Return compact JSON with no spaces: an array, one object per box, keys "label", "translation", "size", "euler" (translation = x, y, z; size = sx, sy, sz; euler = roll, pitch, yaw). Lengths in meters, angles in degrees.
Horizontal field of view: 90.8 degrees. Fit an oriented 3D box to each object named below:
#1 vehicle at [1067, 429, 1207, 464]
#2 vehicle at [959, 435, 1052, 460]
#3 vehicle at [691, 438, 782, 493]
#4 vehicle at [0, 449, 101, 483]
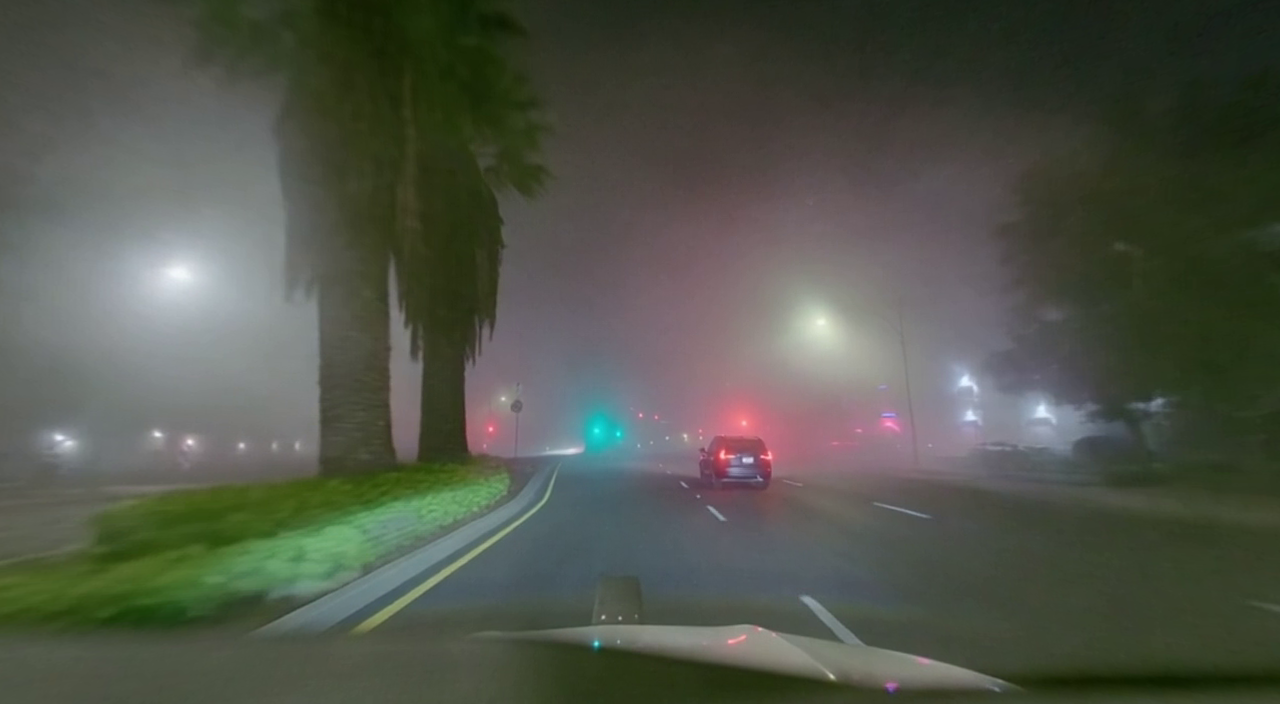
[{"label":"vehicle","translation":[22.480,4.277,28.692],"size":[4.633,1.518,2.008],"euler":[0,-8,-1]},{"label":"vehicle","translation":[22.148,5.778,38.366],"size":[4.472,1.451,1.842],"euler":[0,-8,-1]},{"label":"vehicle","translation":[2.768,3.369,19.179],"size":[1.964,1.448,4.295],"euler":[0,-8,-2]},{"label":"vehicle","translation":[-30.759,5.767,32.390],"size":[1.933,1.586,4.594],"euler":[-1,-8,4]}]
